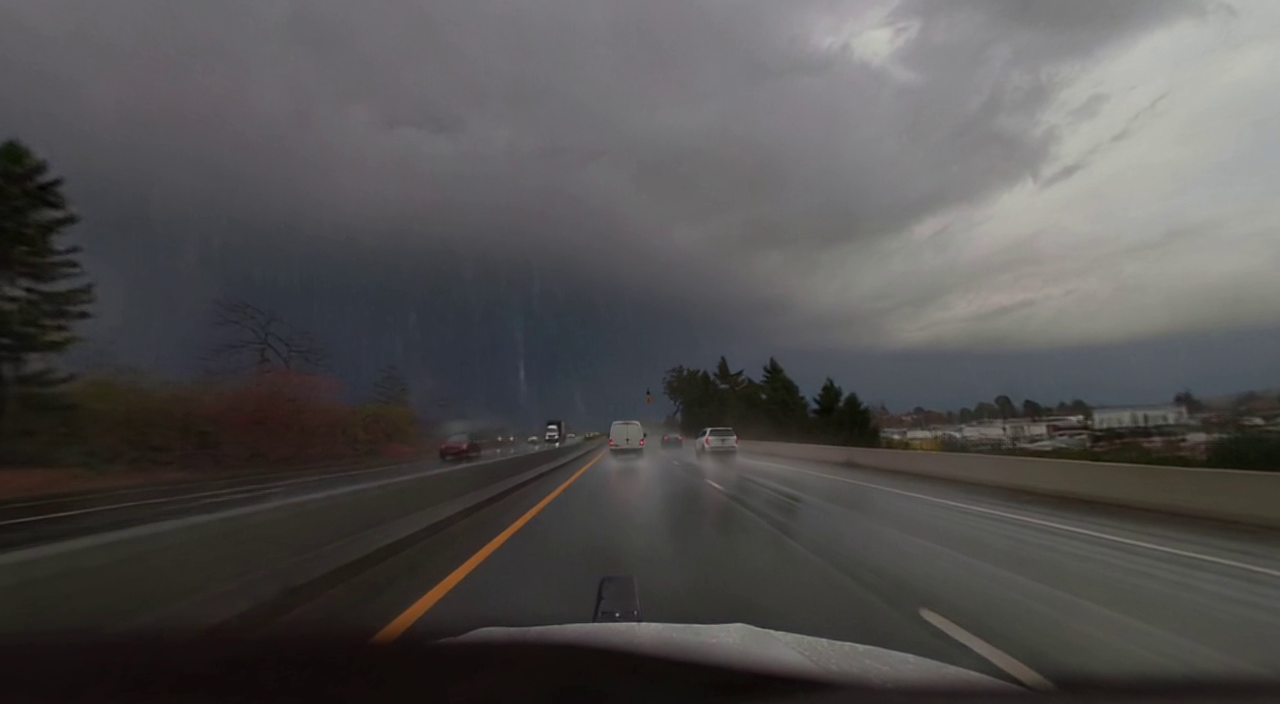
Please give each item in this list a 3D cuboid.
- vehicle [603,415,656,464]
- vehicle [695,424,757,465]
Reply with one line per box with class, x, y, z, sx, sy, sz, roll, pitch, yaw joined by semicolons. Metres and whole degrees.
vehicle;-0.499;4.027;29.067;2.270;2.044;4.633;0;-8;-1
vehicle;3.588;3.956;27.147;1.981;1.606;3.956;1;-8;-2
